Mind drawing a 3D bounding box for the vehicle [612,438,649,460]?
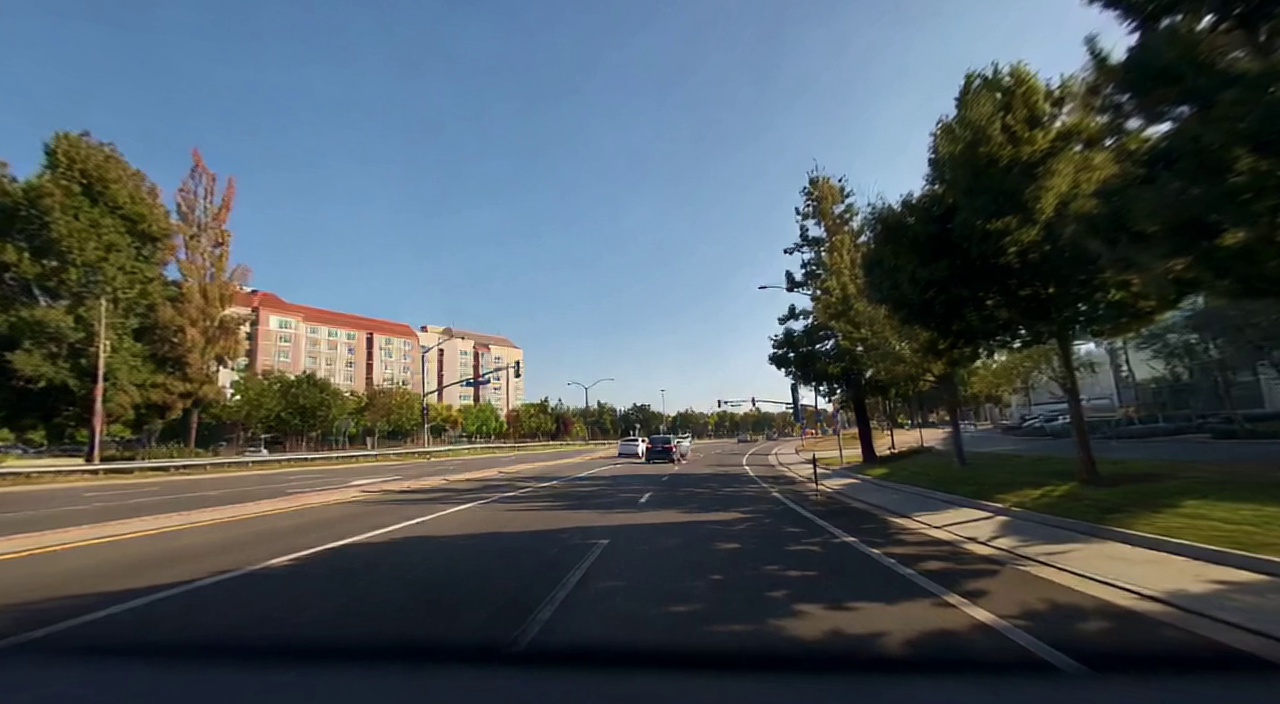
[{"bbox_3d":[-0.620,6.993,45.695,1.952,1.472,4.312,-2,-9,10],"label":"vehicle"}]

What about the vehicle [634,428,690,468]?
[{"bbox_3d":[1.281,5.131,33.768,2.356,1.931,4.840,-2,-9,9],"label":"vehicle"}]
